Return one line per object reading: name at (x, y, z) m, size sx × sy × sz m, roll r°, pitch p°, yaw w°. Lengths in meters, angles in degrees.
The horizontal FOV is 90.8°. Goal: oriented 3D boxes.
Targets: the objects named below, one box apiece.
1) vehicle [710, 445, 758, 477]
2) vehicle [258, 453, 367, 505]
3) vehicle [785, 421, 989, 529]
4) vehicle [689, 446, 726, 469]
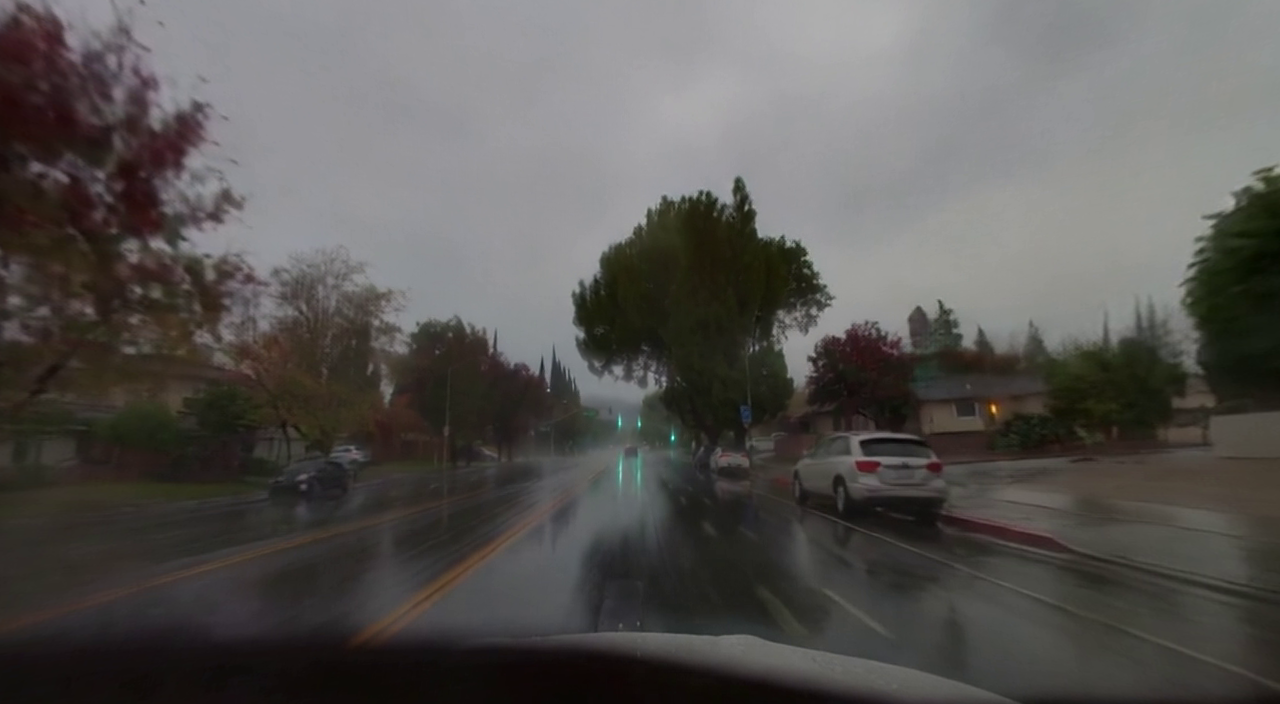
vehicle at (4.770, 5.587, 32.646) m, size 1.875 × 1.540 × 3.402 m, roll 0°, pitch -8°, yaw -1°
vehicle at (-12.342, 4.761, 24.126) m, size 1.939 × 1.537 × 4.197 m, roll -3°, pitch -7°, yaw 0°
vehicle at (4.728, 2.434, 13.102) m, size 2.180 × 1.782 × 4.790 m, roll 0°, pitch -8°, yaw -1°
vehicle at (4.654, 7.346, 44.104) m, size 2.065 × 1.463 × 4.814 m, roll -1°, pitch -8°, yaw 1°
